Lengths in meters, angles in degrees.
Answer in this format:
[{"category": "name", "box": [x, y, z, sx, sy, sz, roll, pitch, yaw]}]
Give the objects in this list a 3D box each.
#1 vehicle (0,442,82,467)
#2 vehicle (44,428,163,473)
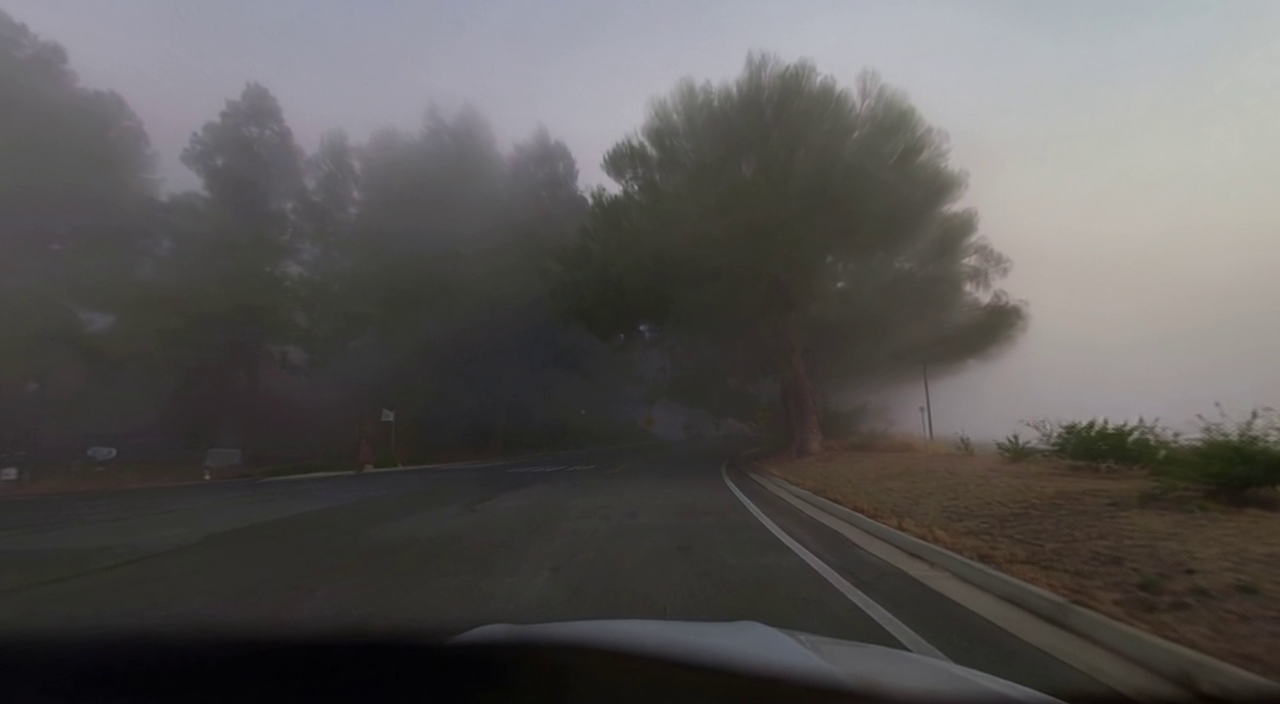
[{"category": "vehicle", "box": [-39.628, 6.724, 41.510, 4.258, 1.584, 1.843, -1, -9, 5]}, {"category": "vehicle", "box": [-28.285, 5.188, 33.376, 4.733, 1.892, 1.939, -4, -4, 2]}]
